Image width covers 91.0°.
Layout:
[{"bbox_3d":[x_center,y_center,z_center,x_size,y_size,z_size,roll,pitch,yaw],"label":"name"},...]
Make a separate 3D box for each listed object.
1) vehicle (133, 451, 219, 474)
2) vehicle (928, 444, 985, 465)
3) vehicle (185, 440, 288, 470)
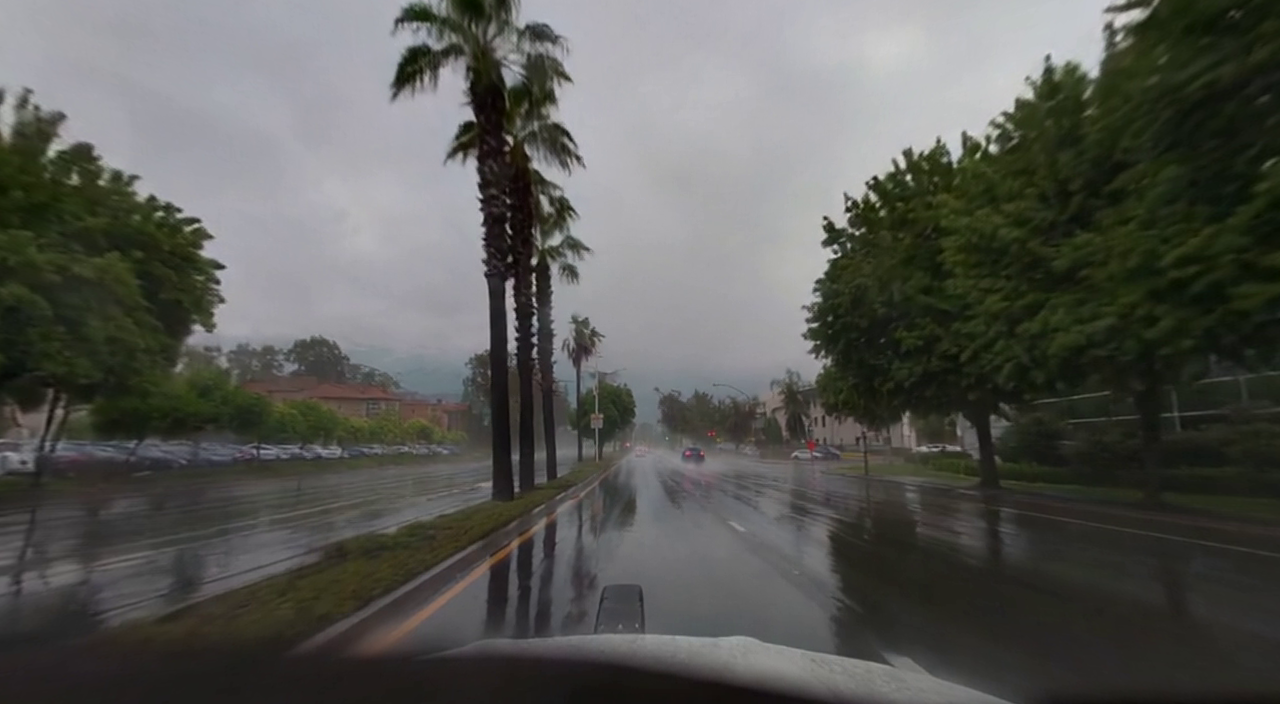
[{"bbox_3d":[-31.185,7.413,42.397,4.223,1.444,1.814,0,-8,-3],"label":"vehicle"},{"bbox_3d":[24.183,7.869,48.337,1.881,1.509,4.448,0,-8,-3],"label":"vehicle"},{"bbox_3d":[-31.880,8.129,49.865,6.216,2.077,2.806,2,-8,2],"label":"vehicle"}]
